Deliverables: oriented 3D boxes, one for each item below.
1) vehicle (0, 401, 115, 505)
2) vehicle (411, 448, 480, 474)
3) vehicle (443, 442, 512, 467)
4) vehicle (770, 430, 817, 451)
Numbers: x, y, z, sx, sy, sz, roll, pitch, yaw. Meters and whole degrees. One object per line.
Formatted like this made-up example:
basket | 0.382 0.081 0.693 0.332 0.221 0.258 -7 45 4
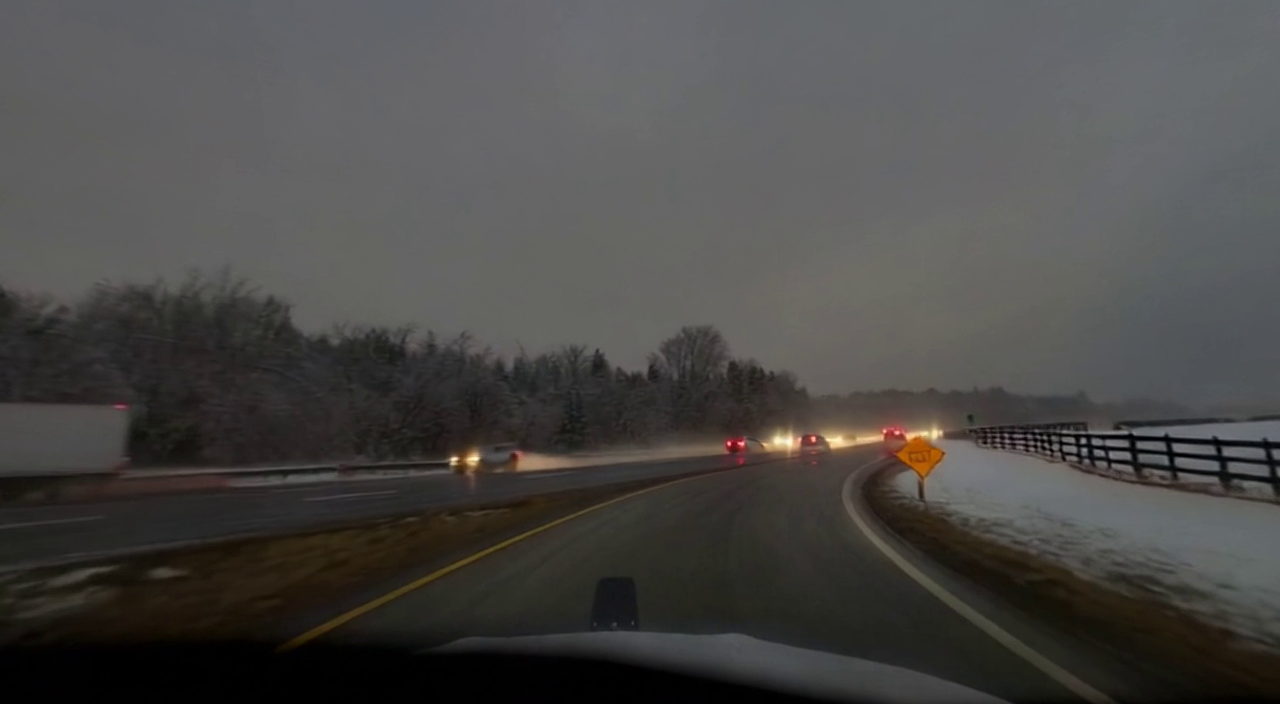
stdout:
vehicle | -26.748 3.366 20.560 2.888 3.781 14.258 -6 -10 32
vehicle | -11.364 6.361 36.940 1.655 1.352 3.591 -6 -10 31
vehicle | -11.462 7.246 44.696 1.993 1.677 4.668 -6 -10 31
vehicle | 12.123 6.970 49.556 2.135 1.579 4.843 -6 -10 31
